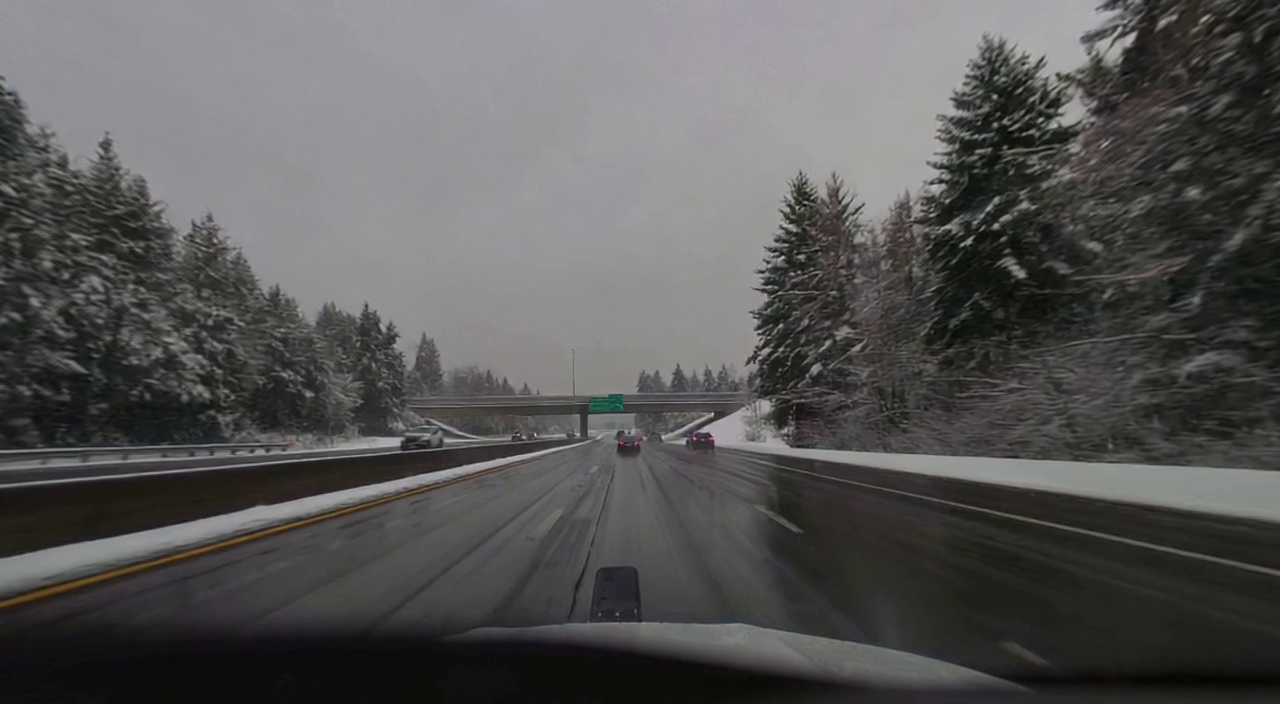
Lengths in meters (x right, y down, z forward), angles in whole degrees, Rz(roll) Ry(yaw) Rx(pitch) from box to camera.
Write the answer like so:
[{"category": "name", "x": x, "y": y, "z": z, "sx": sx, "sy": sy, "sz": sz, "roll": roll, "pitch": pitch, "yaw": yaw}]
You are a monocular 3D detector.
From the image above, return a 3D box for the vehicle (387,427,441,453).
[{"category": "vehicle", "x": -14.161, "y": 5.536, "z": 39.723, "sx": 2.152, "sy": 1.601, "sz": 3.543, "roll": 0, "pitch": -8, "yaw": -2}]

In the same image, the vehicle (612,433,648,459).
[{"category": "vehicle", "x": -0.618, "y": 5.443, "z": 36.736, "sx": 1.987, "sy": 1.440, "sz": 3.565, "roll": 0, "pitch": -8, "yaw": -2}]

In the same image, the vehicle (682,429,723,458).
[{"category": "vehicle", "x": 3.671, "y": 5.441, "z": 37.656, "sx": 1.892, "sy": 1.600, "sz": 3.782, "roll": 0, "pitch": -8, "yaw": -2}]
